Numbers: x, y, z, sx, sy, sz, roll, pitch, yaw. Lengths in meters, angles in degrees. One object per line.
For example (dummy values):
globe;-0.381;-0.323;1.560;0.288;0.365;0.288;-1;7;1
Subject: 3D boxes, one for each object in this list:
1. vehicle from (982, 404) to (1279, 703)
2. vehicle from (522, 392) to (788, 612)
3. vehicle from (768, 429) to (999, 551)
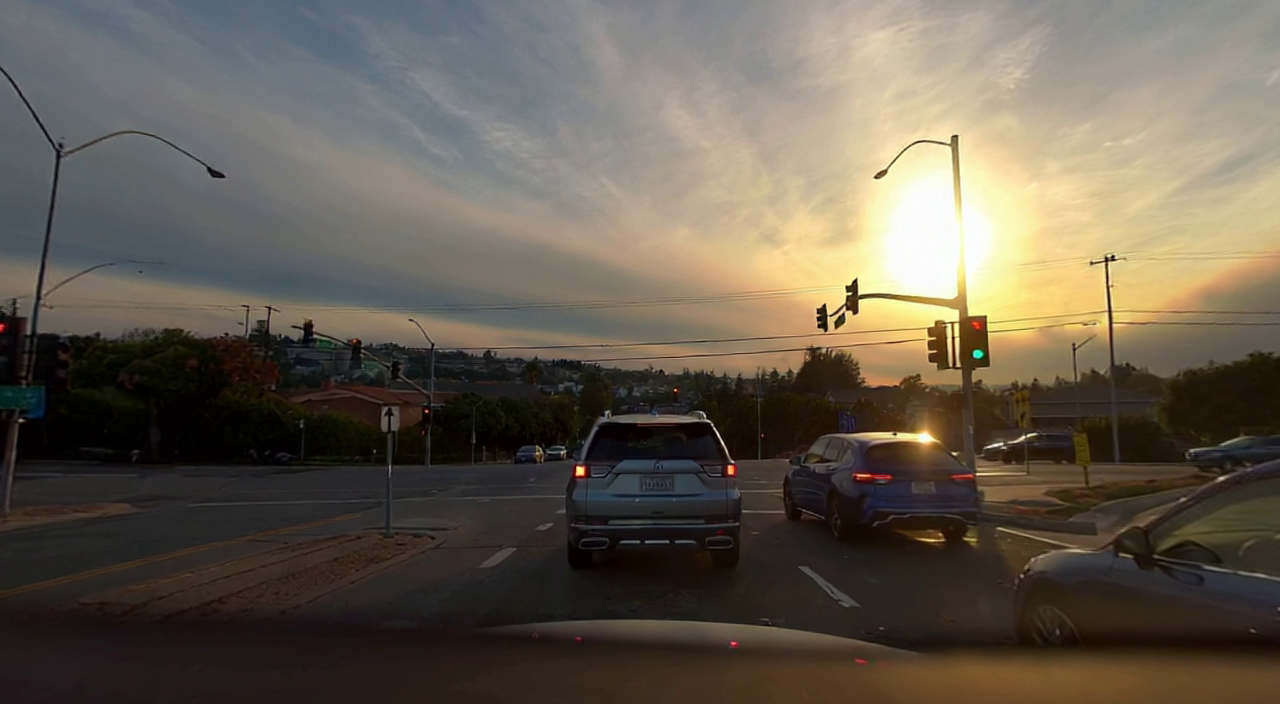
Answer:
vehicle;3.152;0.858;1.750;1.924;1.466;4.461;0;-8;0
vehicle;0.116;1.562;7.507;2.170;1.793;4.468;0;-8;0
vehicle;3.483;2.039;10.054;1.861;1.495;4.215;0;-8;-2
